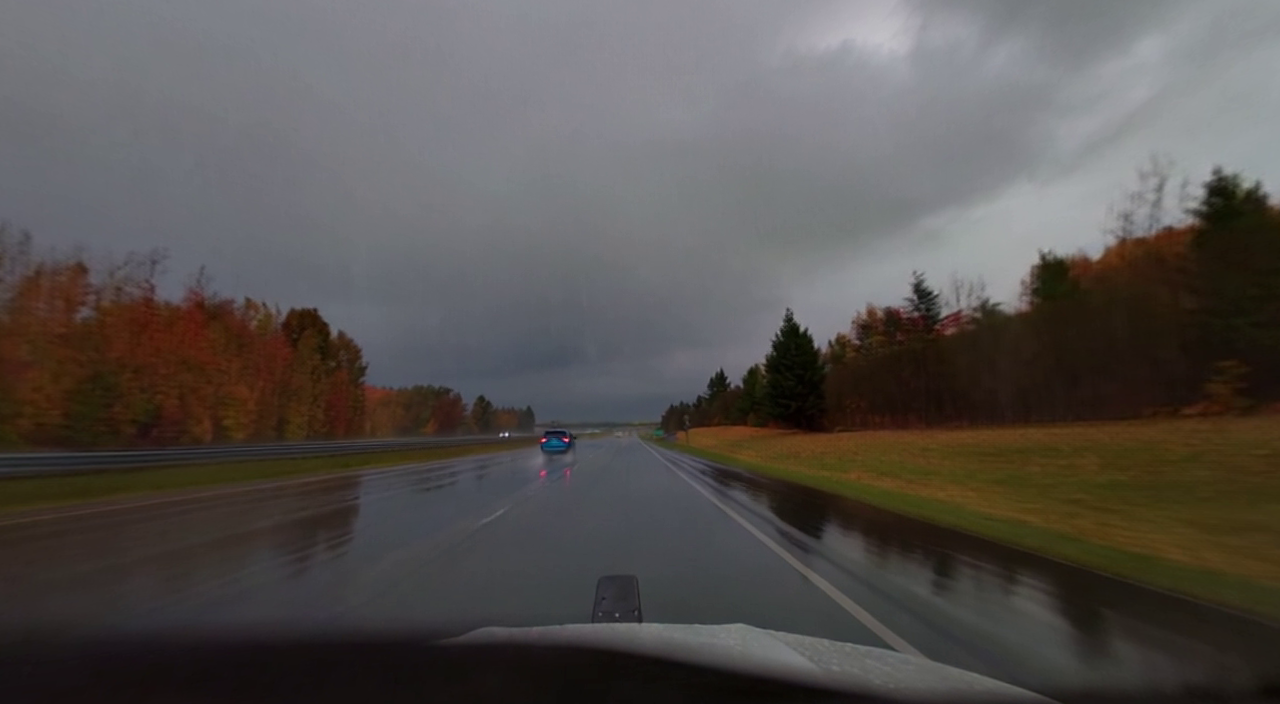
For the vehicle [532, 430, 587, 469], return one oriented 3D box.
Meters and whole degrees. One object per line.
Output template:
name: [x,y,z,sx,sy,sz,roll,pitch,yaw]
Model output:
vehicle: [-3.664,4.509,29.342,2.057,1.666,4.552,0,-8,-1]
